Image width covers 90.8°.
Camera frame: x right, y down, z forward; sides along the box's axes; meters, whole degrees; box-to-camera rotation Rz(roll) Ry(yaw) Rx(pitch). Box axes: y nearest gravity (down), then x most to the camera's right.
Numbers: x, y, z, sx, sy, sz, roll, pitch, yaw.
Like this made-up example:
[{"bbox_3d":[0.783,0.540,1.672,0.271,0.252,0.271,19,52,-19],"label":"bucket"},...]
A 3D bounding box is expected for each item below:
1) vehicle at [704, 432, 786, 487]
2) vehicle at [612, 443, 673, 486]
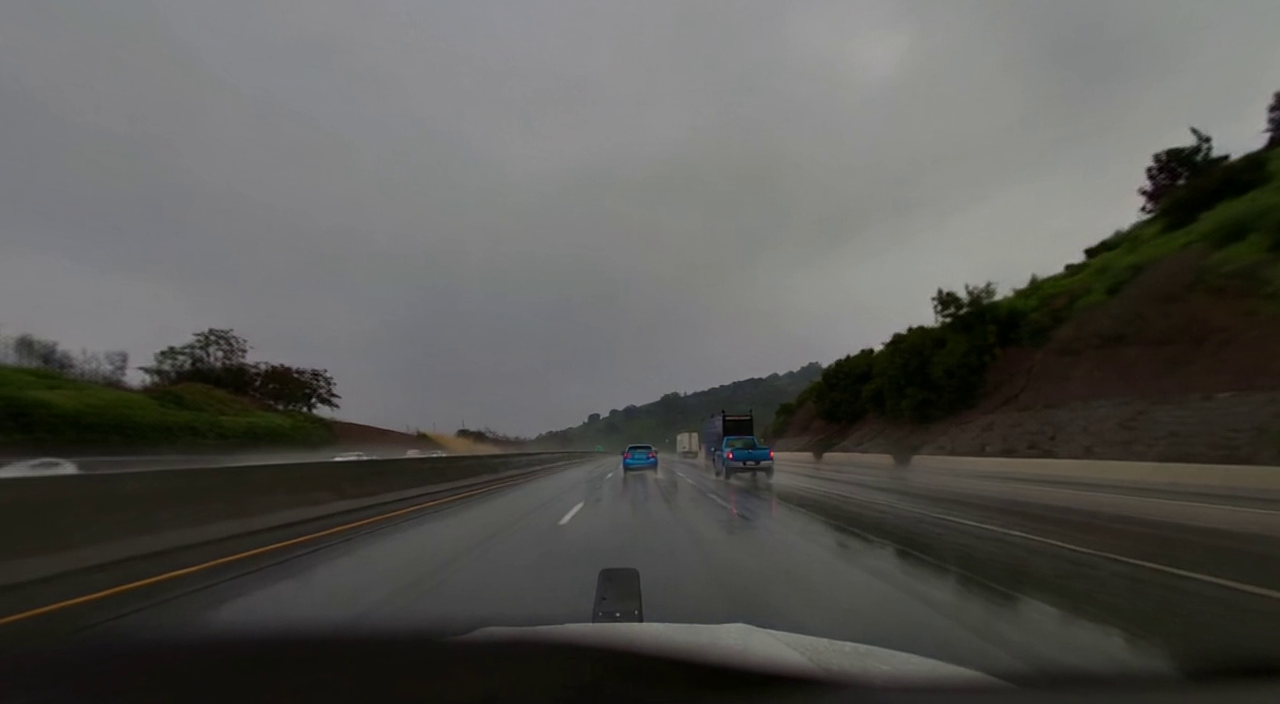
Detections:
[{"bbox_3d":[3.736,3.931,23.363,2.098,1.794,4.561,0,-9,-2],"label":"vehicle"},{"bbox_3d":[0.056,4.188,23.776,2.083,1.477,3.965,0,-9,-1],"label":"vehicle"}]
